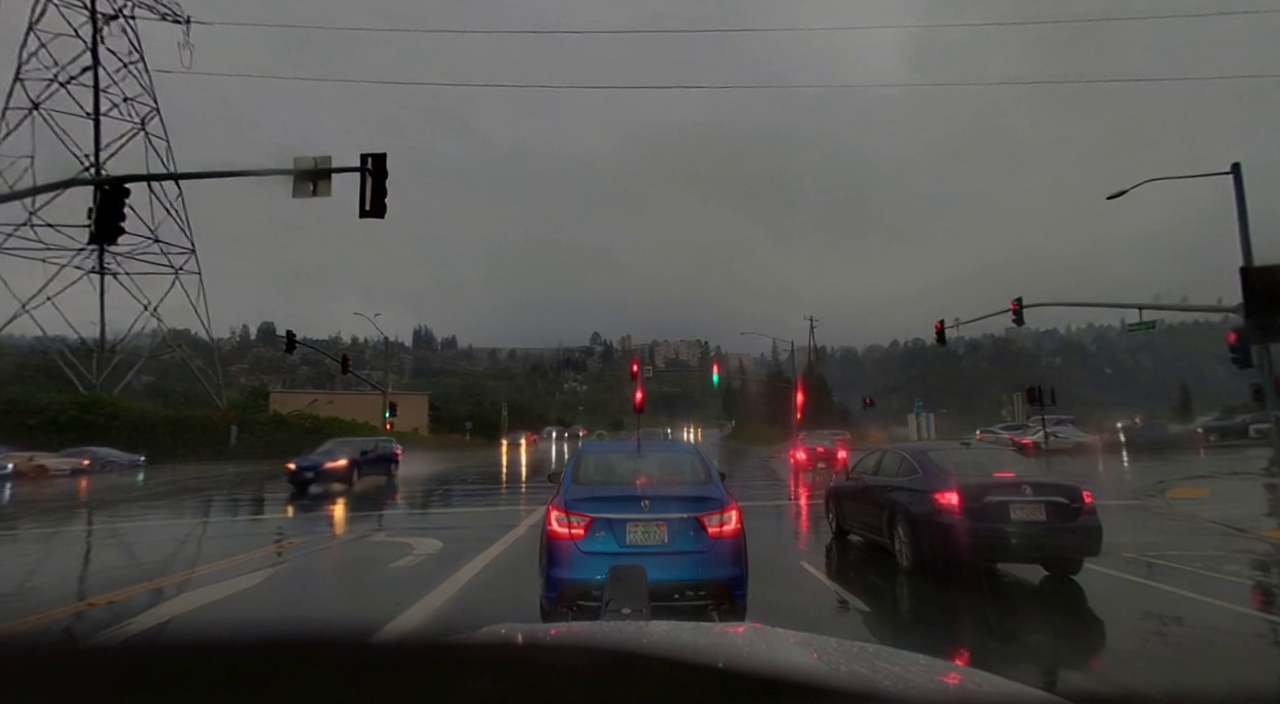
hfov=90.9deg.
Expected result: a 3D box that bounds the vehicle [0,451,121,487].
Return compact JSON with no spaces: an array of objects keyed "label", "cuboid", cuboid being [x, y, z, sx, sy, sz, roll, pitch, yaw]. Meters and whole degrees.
[{"label":"vehicle","cuboid":[-25.897,5.118,27.770,4.263,1.464,1.895,0,-8,-1]}]

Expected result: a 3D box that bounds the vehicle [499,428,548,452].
[{"label":"vehicle","cuboid":[-8.795,6.741,48.112,2.269,1.716,5.700,-1,-8,4]}]

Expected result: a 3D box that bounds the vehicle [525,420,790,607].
[{"label":"vehicle","cuboid":[0.125,1.597,7.130,2.117,1.474,4.036,0,-8,0]}]

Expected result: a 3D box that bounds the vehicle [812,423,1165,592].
[{"label":"vehicle","cuboid":[3.666,1.684,7.722,1.835,1.473,4.190,0,-8,-2]}]

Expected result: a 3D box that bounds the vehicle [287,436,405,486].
[{"label":"vehicle","cuboid":[-9.870,3.680,21.563,1.910,1.537,4.123,-1,-8,2]}]

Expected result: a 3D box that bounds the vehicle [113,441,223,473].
[{"label":"vehicle","cuboid":[-25.995,5.772,34.811,4.417,1.637,1.956,0,-8,-2]}]
